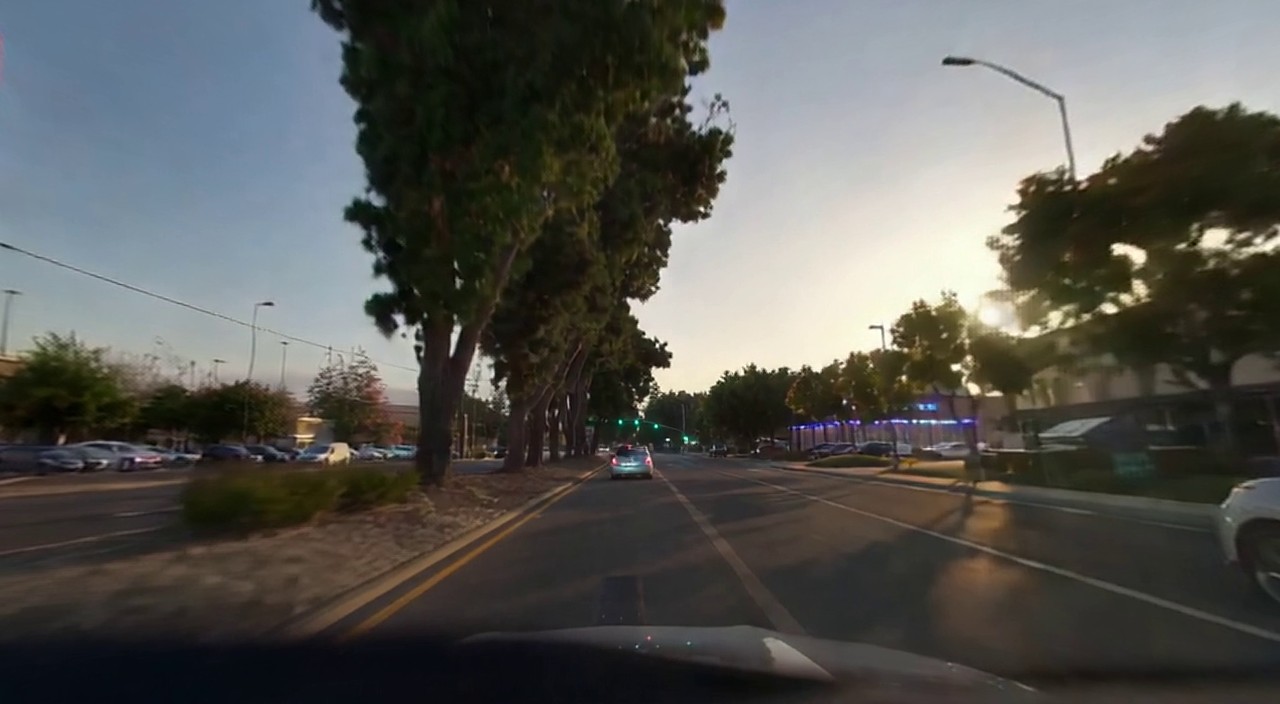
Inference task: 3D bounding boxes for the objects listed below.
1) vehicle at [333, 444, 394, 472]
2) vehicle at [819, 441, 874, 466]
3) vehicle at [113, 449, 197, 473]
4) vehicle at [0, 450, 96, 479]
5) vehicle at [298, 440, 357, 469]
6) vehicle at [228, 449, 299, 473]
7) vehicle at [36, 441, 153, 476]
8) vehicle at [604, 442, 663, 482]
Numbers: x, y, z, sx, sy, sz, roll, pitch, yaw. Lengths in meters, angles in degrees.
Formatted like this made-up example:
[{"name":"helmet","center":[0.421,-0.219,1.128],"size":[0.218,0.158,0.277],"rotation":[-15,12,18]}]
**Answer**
[{"name":"vehicle","center":[-19.490,7.483,44.840],"size":[2.129,1.794,4.967],"rotation":[-2,-8,-1]},{"name":"vehicle","center":[15.709,7.775,48.373],"size":[2.377,1.783,5.145],"rotation":[0,-8,-1]},{"name":"vehicle","center":[-32.909,7.356,42.912],"size":[4.303,1.464,1.799],"rotation":[8,-11,-42]},{"name":"vehicle","center":[-32.983,6.141,34.584],"size":[4.686,1.478,1.801],"rotation":[7,-11,-41]},{"name":"vehicle","center":[-24.280,8.006,49.294],"size":[2.202,2.103,4.899],"rotation":[0,-9,-1]},{"name":"vehicle","center":[-24.173,6.991,40.753],"size":[1.915,1.460,4.717],"rotation":[0,-8,-4]},{"name":"vehicle","center":[-33.020,6.412,38.357],"size":[5.124,2.003,2.233],"rotation":[8,-11,-42]},{"name":"vehicle","center":[-0.277,4.383,25.435],"size":[2.185,1.473,3.925],"rotation":[0,-8,-1]}]
